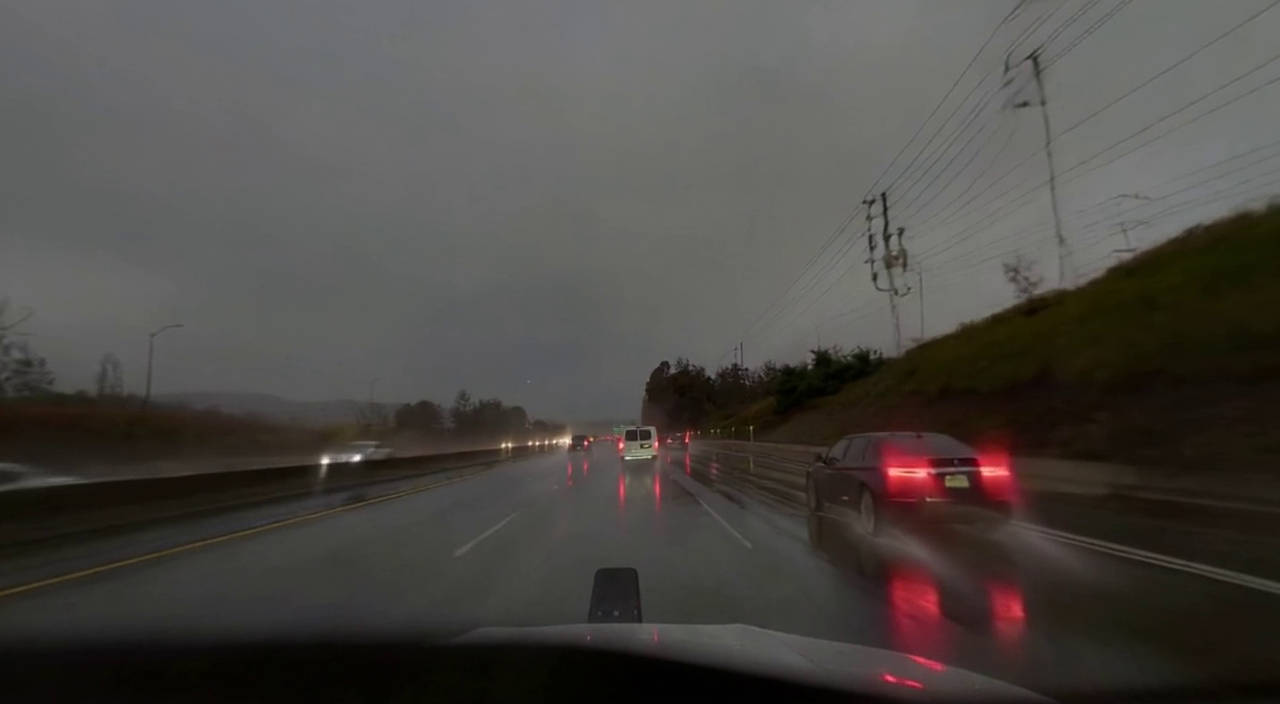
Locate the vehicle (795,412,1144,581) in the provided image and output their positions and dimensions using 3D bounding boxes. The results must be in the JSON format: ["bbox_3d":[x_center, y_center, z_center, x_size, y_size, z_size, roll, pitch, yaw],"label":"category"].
[{"bbox_3d":[3.663,1.657,8.277,1.923,1.562,4.691,0,-8,-2],"label":"vehicle"}]

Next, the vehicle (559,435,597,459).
[{"bbox_3d":[-4.100,6.301,42.219,2.093,1.517,4.648,0,-8,0],"label":"vehicle"}]

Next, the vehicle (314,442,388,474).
[{"bbox_3d":[-16.404,5.990,36.030,2.024,1.638,4.554,0,-8,0],"label":"vehicle"}]

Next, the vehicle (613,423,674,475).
[{"bbox_3d":[0.089,3.730,24.498,2.159,1.811,4.238,0,-8,-1],"label":"vehicle"}]
